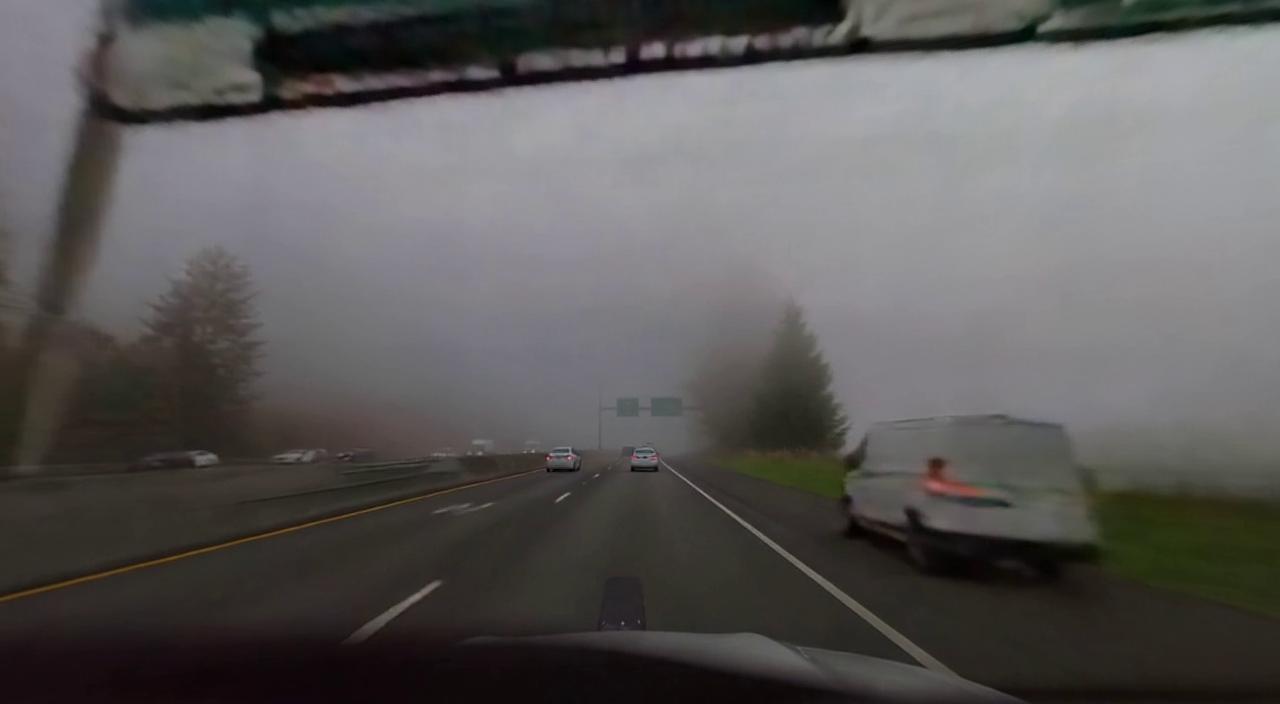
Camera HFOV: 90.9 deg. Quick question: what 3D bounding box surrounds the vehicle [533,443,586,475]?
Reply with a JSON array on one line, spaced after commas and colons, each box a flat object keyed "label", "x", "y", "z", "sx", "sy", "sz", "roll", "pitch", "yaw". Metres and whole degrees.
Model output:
[{"label": "vehicle", "x": -4.026, "y": 5.449, "z": 32.258, "sx": 2.081, "sy": 1.534, "sz": 4.543, "roll": 0, "pitch": -9, "yaw": 1}]

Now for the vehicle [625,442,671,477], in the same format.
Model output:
[{"label": "vehicle", "x": 0.360, "y": 4.874, "z": 28.696, "sx": 1.960, "sy": 1.456, "sz": 3.818, "roll": 0, "pitch": -9, "yaw": 1}]

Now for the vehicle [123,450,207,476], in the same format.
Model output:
[{"label": "vehicle", "x": -29.403, "y": 6.859, "z": 39.194, "sx": 1.908, "sy": 1.496, "sz": 4.403, "roll": 0, "pitch": -9, "yaw": -2}]
